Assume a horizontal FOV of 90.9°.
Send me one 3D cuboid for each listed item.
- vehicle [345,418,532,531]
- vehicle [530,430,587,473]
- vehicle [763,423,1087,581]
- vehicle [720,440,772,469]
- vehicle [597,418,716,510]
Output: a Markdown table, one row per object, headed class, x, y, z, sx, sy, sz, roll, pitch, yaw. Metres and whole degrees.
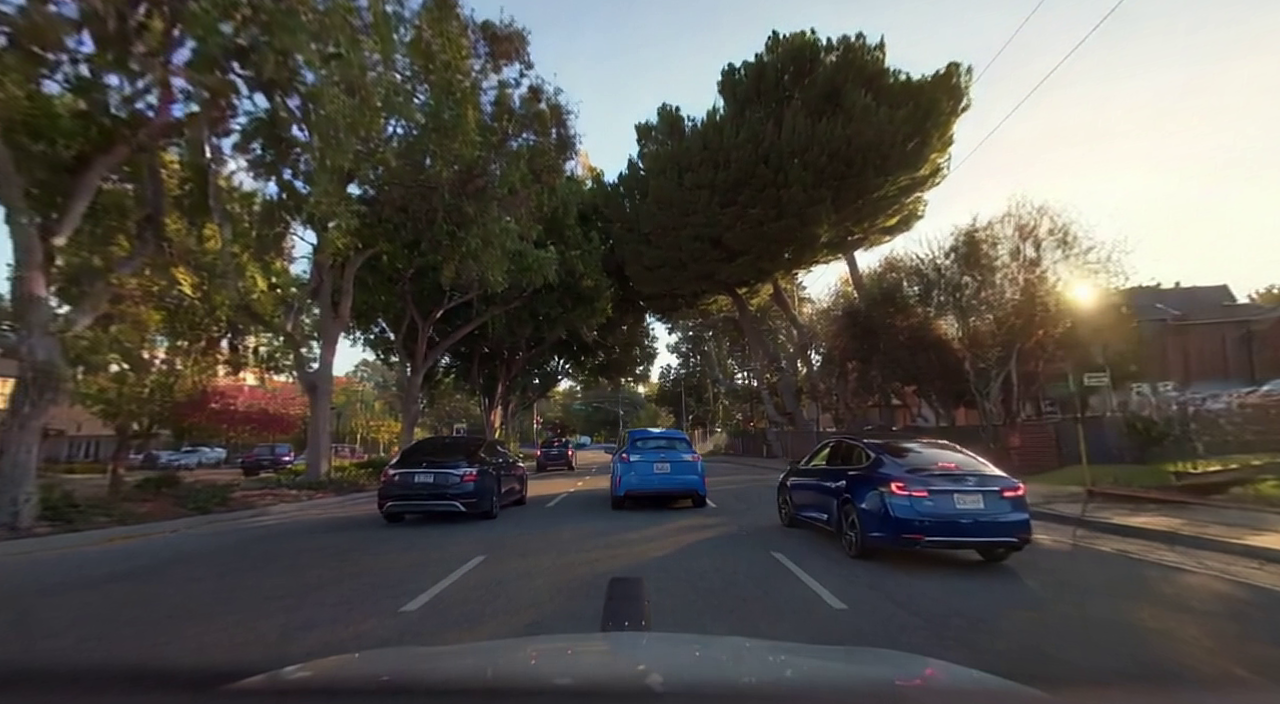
| class | x | y | z | sx | sy | sz | roll | pitch | yaw |
| --- | --- | --- | --- | --- | --- | --- | --- | --- | --- |
| vehicle | -3.444 | 2.198 | 11.915 | 2.043 | 1.687 | 4.676 | 0 | -8 | -1 |
| vehicle | -3.602 | 4.490 | 28.584 | 2.014 | 1.755 | 4.360 | 0 | -8 | 0 |
| vehicle | 3.190 | 1.775 | 8.378 | 2.017 | 1.491 | 4.611 | 0 | -8 | -2 |
| vehicle | 5.795 | 5.686 | 35.098 | 2.010 | 1.486 | 4.498 | 0 | -8 | -1 |
| vehicle | 0.200 | 2.479 | 14.363 | 2.280 | 1.747 | 4.361 | 0 | -8 | -3 |
